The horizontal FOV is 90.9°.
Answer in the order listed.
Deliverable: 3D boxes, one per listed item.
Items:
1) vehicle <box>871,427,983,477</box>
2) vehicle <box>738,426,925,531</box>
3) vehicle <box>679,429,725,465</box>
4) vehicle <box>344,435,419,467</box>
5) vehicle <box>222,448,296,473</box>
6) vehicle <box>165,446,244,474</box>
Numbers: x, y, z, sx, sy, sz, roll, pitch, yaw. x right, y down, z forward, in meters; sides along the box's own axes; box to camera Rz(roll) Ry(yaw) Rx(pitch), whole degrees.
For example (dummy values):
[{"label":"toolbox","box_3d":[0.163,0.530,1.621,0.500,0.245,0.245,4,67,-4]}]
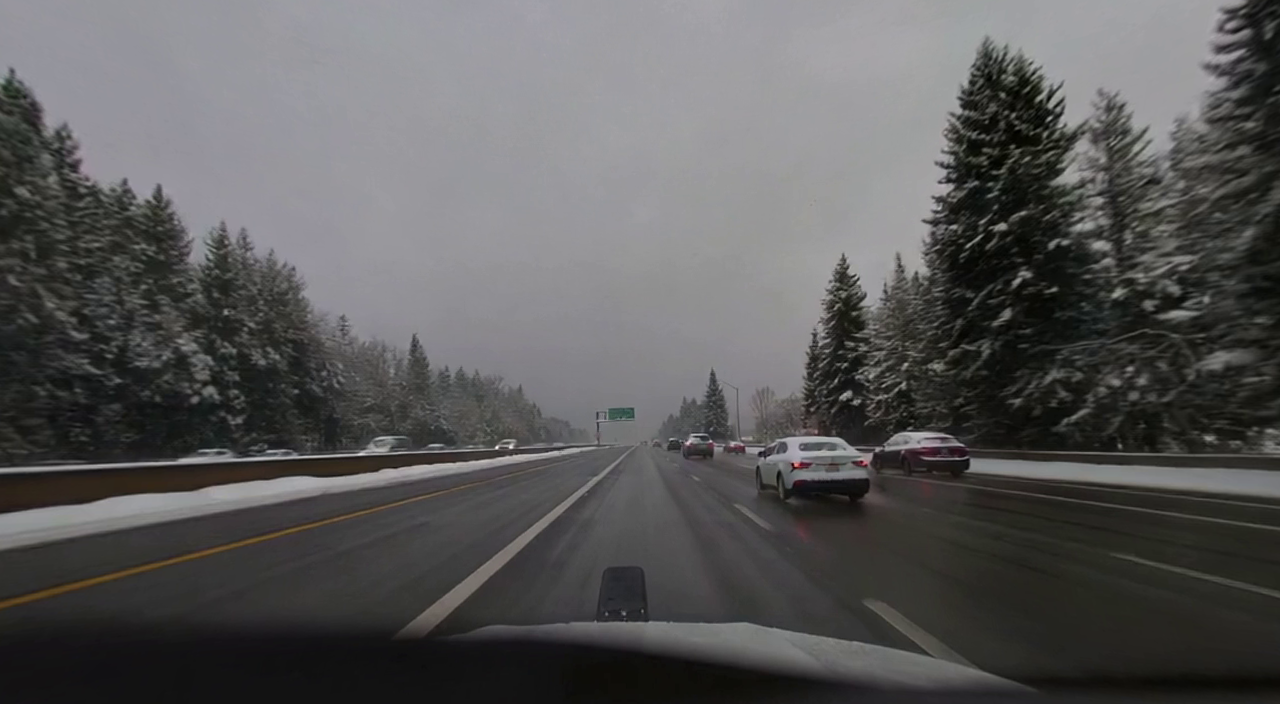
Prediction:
[{"label":"vehicle","box_3d":[11.507,4.050,25.776,2.084,1.786,5.065,0,-8,-1]},{"label":"vehicle","box_3d":[3.226,2.229,11.809,1.978,1.535,4.705,0,-8,-1]},{"label":"vehicle","box_3d":[3.689,5.772,38.428,2.218,1.964,5.662,0,-8,0]},{"label":"vehicle","box_3d":[-17.898,6.895,44.172,2.550,2.068,6.244,0,-8,1]},{"label":"vehicle","box_3d":[-24.672,6.998,41.025,1.862,1.471,4.662,0,-8,1]},{"label":"vehicle","box_3d":[-29.275,7.253,42.591,1.919,1.711,4.710,0,-8,0]}]
